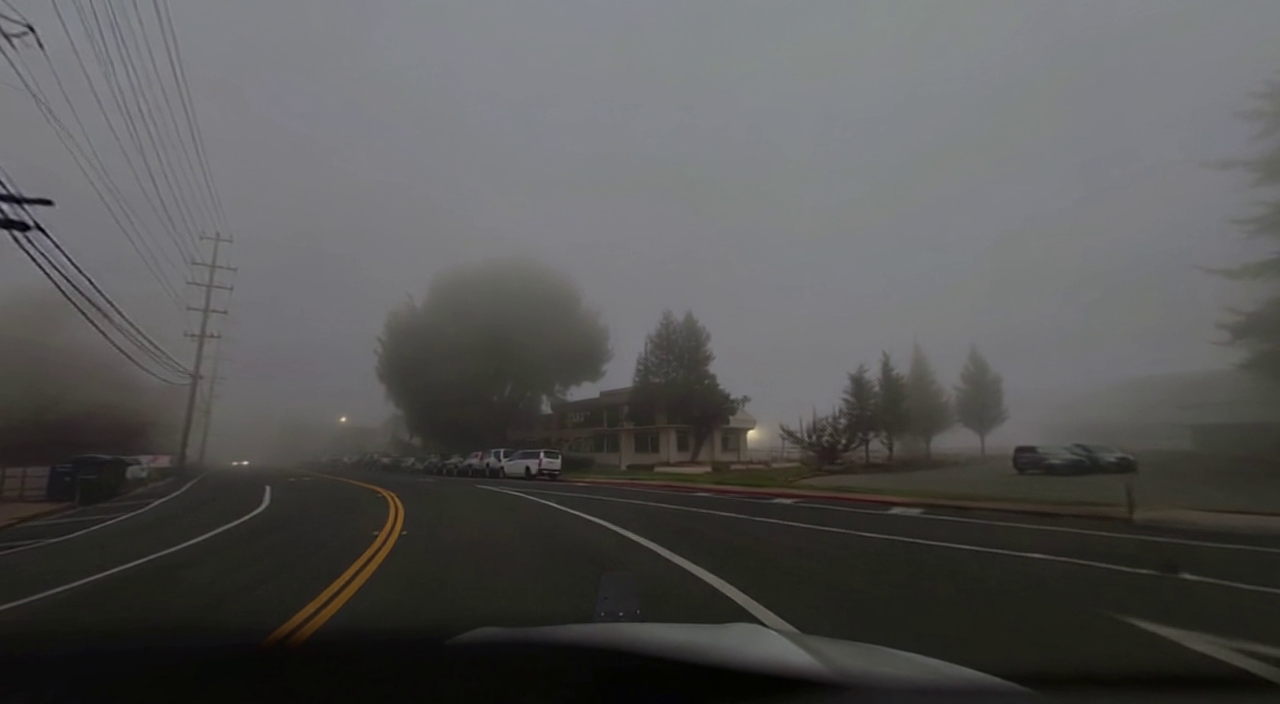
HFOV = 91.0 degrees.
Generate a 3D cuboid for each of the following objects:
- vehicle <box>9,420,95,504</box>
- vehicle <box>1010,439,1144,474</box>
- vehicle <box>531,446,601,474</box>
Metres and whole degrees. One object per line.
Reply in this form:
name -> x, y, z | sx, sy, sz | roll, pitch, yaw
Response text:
vehicle -> -21.285, 3.933, 22.906 | 1.716, 2.808, 3.001 | 6, -10, -36
vehicle -> 19.463, 4.668, 28.211 | 4.454, 1.504, 1.970 | -1, -9, 1
vehicle -> -4.289, 6.394, 37.428 | 2.074, 1.526, 4.853 | -4, -9, 21
